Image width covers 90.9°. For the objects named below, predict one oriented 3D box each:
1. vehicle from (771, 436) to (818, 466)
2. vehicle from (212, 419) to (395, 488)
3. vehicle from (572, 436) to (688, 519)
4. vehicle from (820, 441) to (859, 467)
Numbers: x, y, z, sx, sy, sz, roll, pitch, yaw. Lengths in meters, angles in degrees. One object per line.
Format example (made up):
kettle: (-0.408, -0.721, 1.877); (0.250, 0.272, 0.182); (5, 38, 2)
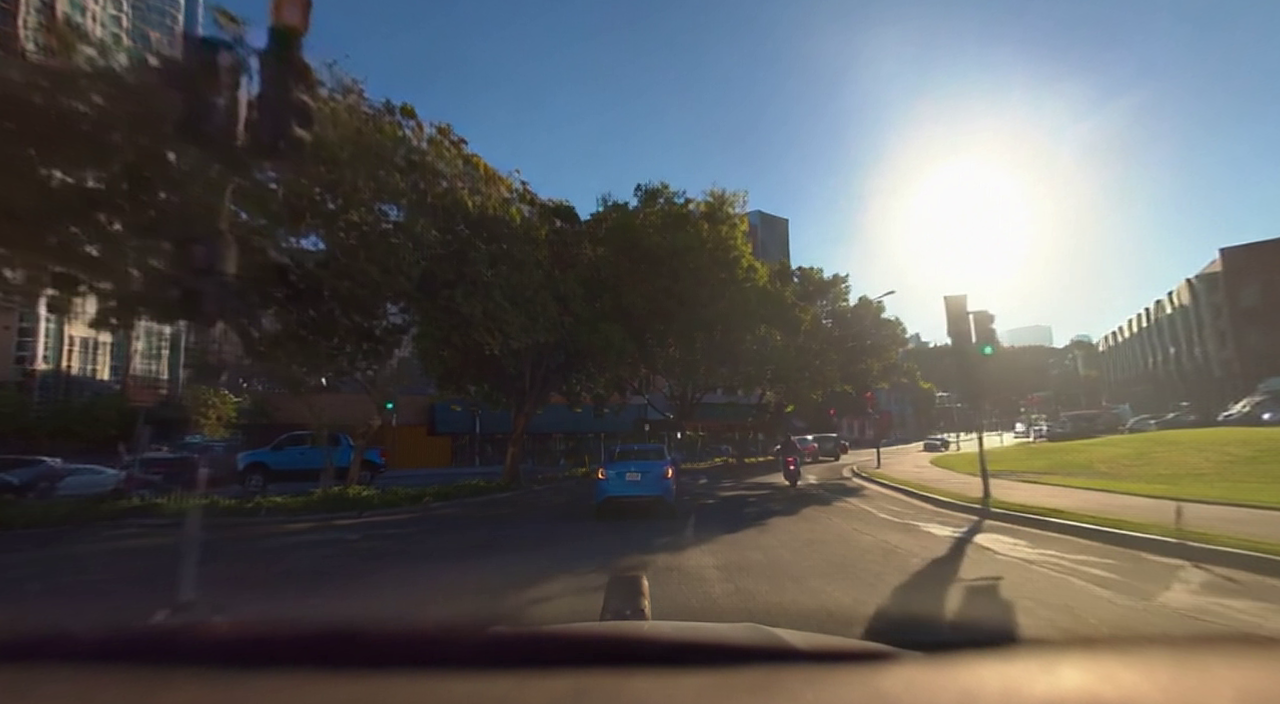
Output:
vehicle: (10.136, 6.467, 41.159); (2.212, 1.790, 4.768); (-4, -10, 22)
vehicle: (-15.225, 4.693, 29.256); (2.287, 2.780, 7.166); (-6, -10, 31)
vehicle: (-0.181, 2.601, 13.501); (2.118, 1.480, 3.949); (0, -9, 0)
vehicle: (12.759, 6.476, 40.130); (1.822, 1.555, 3.574); (-5, -10, 25)
